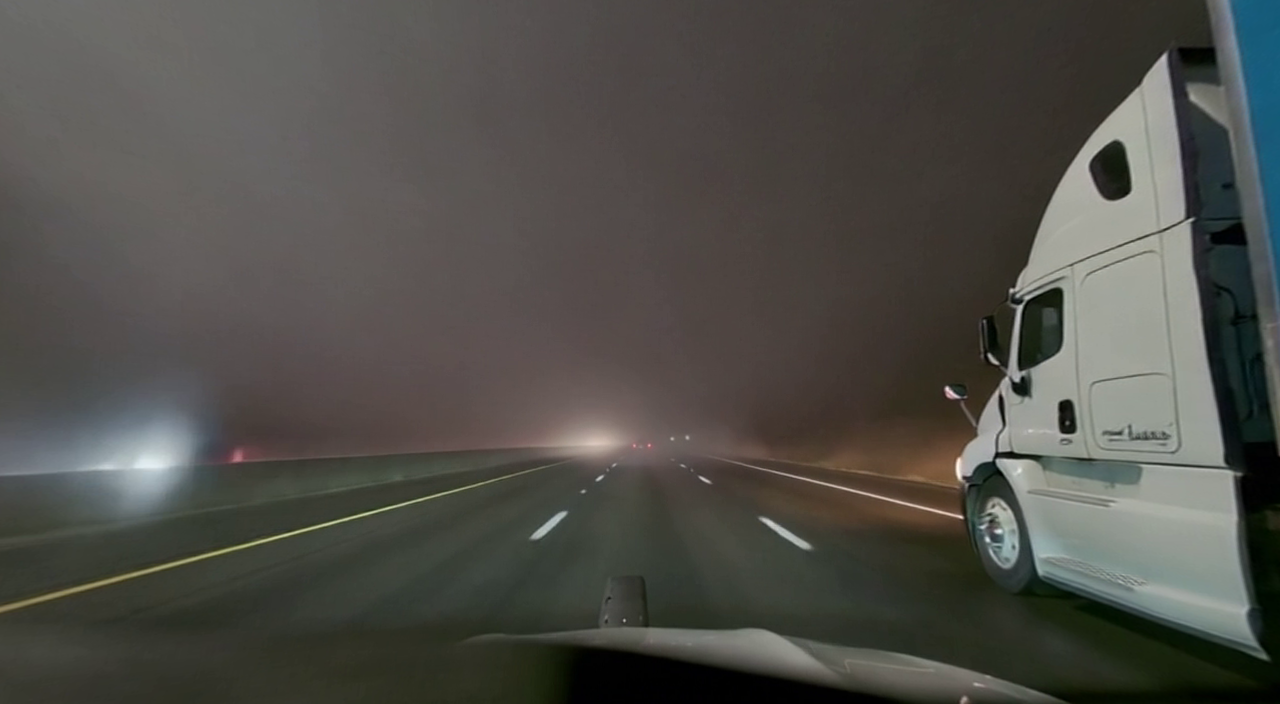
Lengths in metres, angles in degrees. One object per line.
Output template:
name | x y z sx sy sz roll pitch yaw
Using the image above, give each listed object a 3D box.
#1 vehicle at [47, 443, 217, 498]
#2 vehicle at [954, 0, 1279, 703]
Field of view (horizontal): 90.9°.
vehicle | -17.083 3.967 21.581 2.023 1.681 4.449 0 -8 1
vehicle | 4.095 -0.553 0.477 3.012 3.768 8.945 0 -8 0
